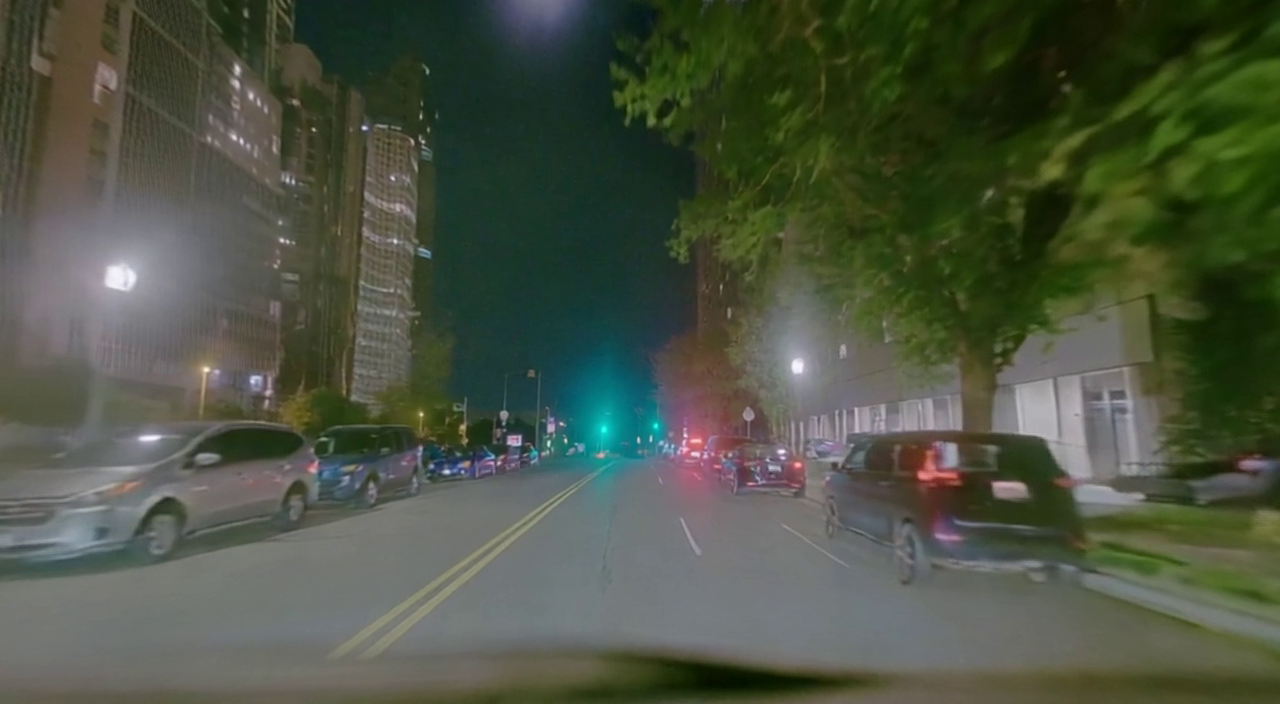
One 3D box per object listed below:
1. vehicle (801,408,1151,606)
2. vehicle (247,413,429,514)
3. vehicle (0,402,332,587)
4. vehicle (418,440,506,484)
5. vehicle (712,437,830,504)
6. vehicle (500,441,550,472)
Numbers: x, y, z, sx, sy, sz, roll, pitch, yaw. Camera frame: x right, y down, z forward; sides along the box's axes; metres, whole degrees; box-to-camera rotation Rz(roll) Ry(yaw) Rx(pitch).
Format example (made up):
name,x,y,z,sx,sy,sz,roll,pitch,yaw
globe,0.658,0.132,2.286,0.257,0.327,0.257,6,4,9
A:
name,x,y,z,sx,sy,sz,roll,pitch,yaw
vehicle,3.379,1.612,7.446,1.828,1.664,4.035,0,-8,-1
vehicle,-6.695,2.522,14.764,2.008,1.969,4.740,0,-8,-2
vehicle,-6.625,1.782,8.804,2.224,1.849,4.772,0,-8,0
vehicle,-6.619,4.140,24.125,1.913,1.479,4.714,0,-8,1
vehicle,3.175,2.972,16.435,1.908,1.461,4.873,0,-8,-1
vehicle,-6.567,6.104,36.559,2.033,1.523,4.867,-3,-12,0
